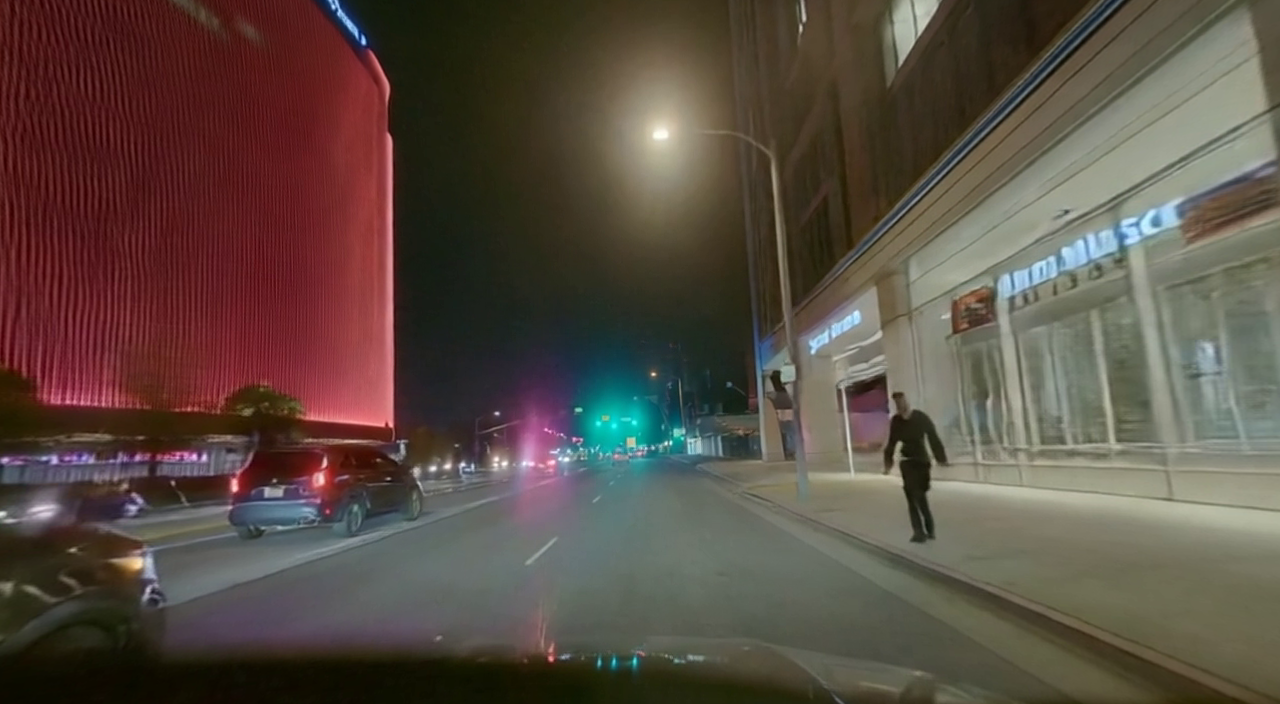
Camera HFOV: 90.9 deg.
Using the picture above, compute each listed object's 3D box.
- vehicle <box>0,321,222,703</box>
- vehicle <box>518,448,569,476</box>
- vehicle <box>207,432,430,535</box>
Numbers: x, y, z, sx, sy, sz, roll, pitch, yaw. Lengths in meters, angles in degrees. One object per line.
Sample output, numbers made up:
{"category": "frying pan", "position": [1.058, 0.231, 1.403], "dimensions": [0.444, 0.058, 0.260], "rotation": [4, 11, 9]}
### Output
{"category": "vehicle", "position": [-3.229, 0.537, 0.581], "dimensions": [2.277, 1.743, 4.893], "rotation": [0, -9, 0]}
{"category": "vehicle", "position": [-5.339, 6.167, 35.450], "dimensions": [2.030, 1.488, 4.650], "rotation": [0, -9, 2]}
{"category": "vehicle", "position": [-6.197, 2.600, 13.010], "dimensions": [2.007, 1.698, 4.759], "rotation": [0, -9, 1]}
